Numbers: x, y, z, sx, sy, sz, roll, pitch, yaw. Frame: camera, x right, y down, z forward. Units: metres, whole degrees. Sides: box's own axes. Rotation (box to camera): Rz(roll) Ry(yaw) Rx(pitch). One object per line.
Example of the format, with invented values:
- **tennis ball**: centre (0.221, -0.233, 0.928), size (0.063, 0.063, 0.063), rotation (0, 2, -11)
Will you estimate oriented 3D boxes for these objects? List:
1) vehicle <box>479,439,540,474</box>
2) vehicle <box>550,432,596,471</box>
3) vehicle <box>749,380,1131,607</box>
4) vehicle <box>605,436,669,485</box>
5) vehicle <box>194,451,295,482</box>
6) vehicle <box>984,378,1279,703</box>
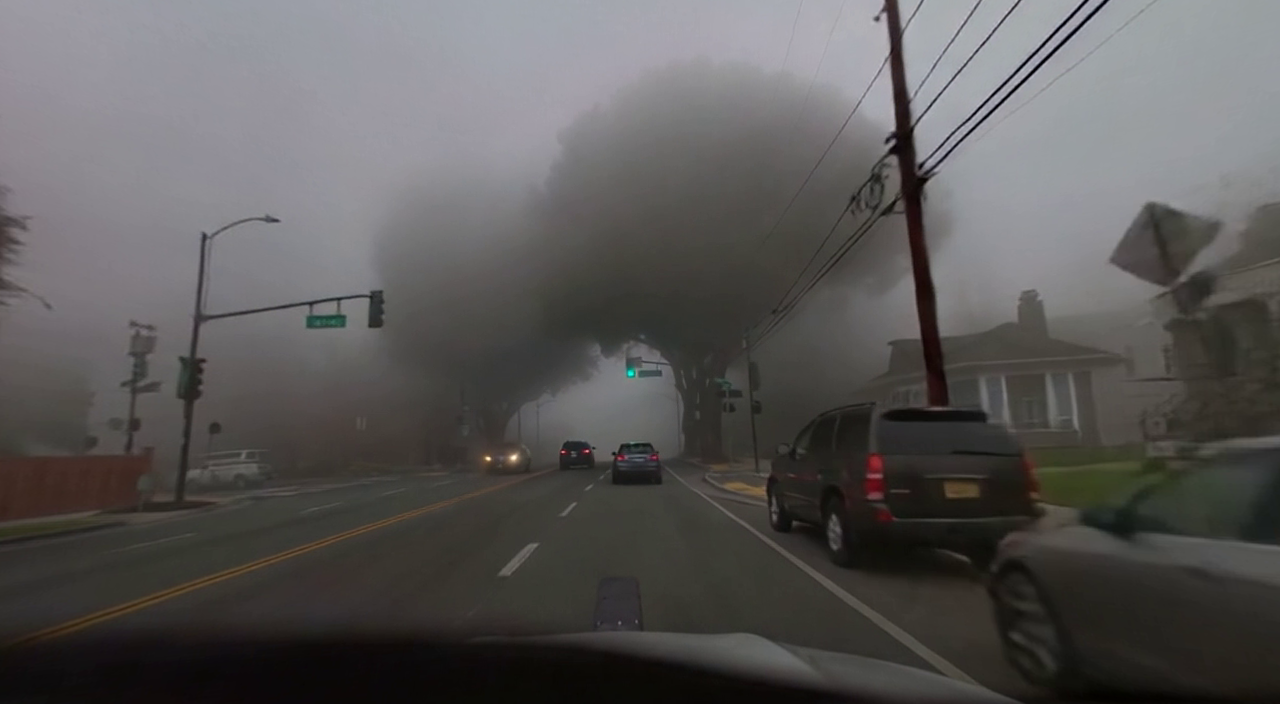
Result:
- **vehicle**: centre (-6.442, 5.206, 31.655), size (2.048, 1.601, 5.047), rotation (0, -8, -1)
- **vehicle**: centre (-3.347, 5.072, 32.161), size (1.983, 1.841, 4.013), rotation (0, -8, -1)
- **vehicle**: centre (2.808, 1.471, 7.446), size (2.066, 1.796, 4.719), rotation (0, -8, -2)
- **vehicle**: centre (-0.174, 3.704, 21.803), size (1.998, 1.518, 4.015), rotation (0, -8, -2)
- **vehicle**: centre (-23.138, 6.693, 36.928), size (4.537, 1.755, 1.933), rotation (0, -8, 0)
- **vehicle**: centre (2.932, 0.743, 1.274), size (1.842, 1.511, 4.565), rotation (0, -8, -1)
